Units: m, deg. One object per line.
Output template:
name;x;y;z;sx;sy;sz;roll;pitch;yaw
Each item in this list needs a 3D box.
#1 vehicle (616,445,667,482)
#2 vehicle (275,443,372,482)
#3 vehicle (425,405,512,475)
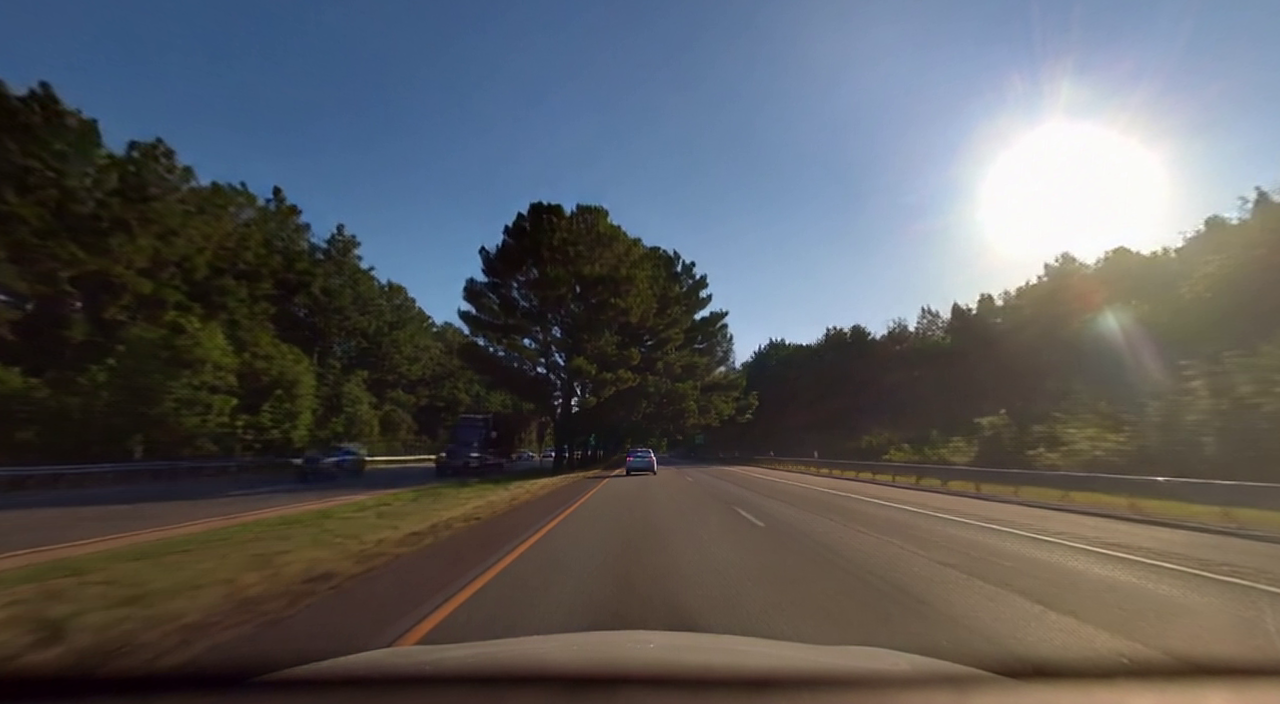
vehicle;0.033;4.984;28.475;2.114;1.523;4.012;0;-9;-1
vehicle;-13.252;4.625;26.718;1.843;1.501;4.395;0;-9;0
vehicle;-8.901;4.722;33.647;2.612;3.281;7.073;0;-9;0
